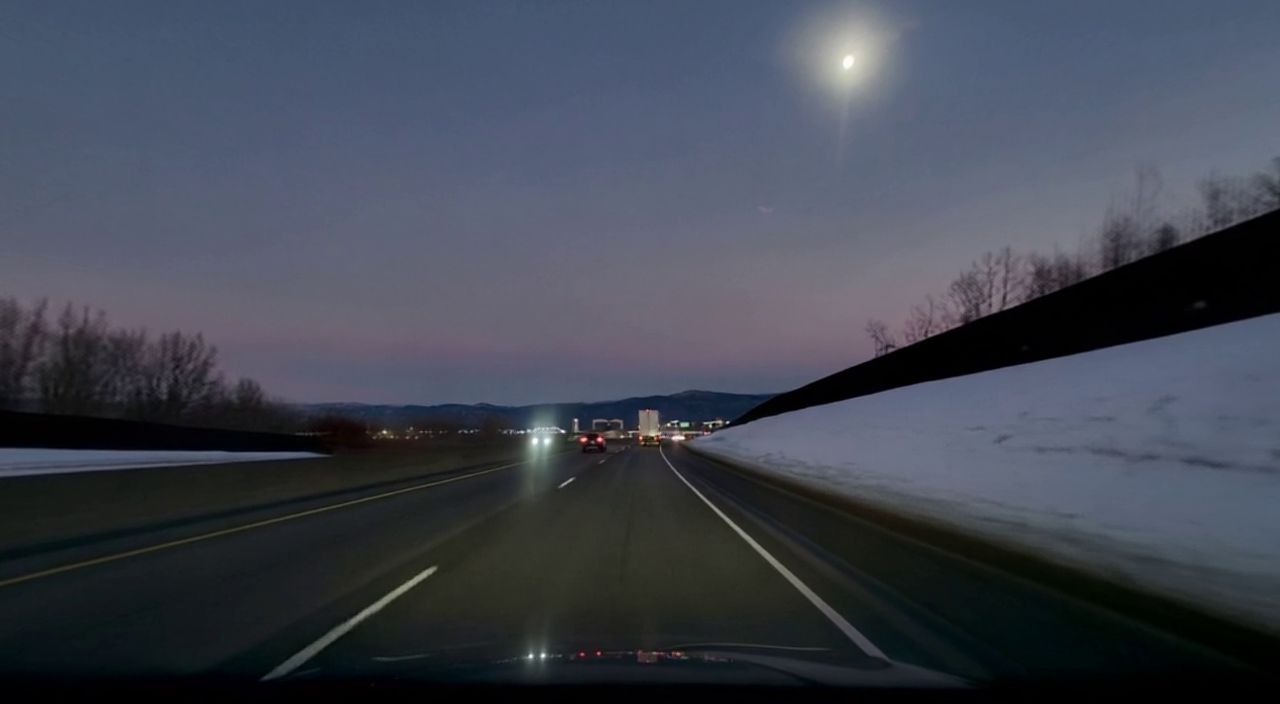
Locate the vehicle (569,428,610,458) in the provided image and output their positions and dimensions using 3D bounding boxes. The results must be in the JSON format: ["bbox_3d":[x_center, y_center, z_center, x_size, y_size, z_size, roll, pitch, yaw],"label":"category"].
[{"bbox_3d":[-2.925,5.361,37.241,2.018,1.678,4.312,0,-8,1],"label":"vehicle"}]
